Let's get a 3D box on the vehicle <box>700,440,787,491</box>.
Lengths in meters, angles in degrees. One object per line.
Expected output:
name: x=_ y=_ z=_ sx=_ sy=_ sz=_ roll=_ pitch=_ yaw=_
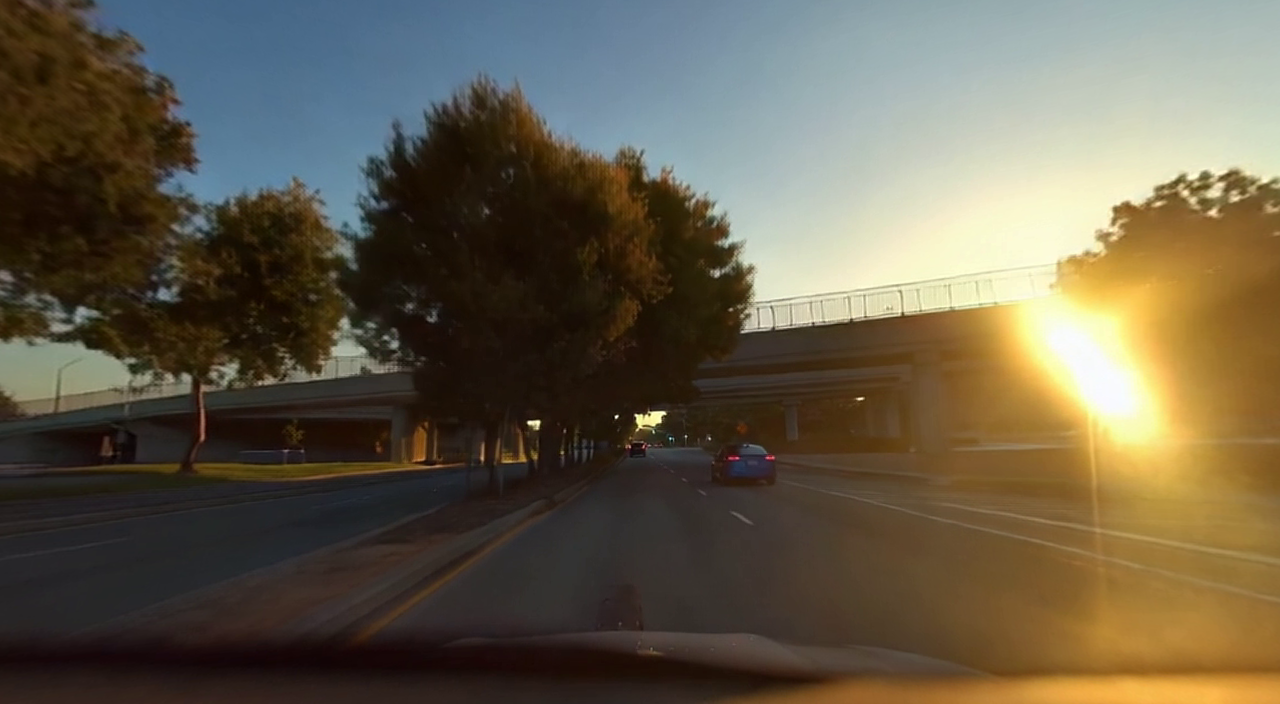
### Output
vehicle: x=3.299 y=3.710 z=21.113 sx=2.062 sy=1.484 sz=4.332 roll=0 pitch=-8 yaw=-1
